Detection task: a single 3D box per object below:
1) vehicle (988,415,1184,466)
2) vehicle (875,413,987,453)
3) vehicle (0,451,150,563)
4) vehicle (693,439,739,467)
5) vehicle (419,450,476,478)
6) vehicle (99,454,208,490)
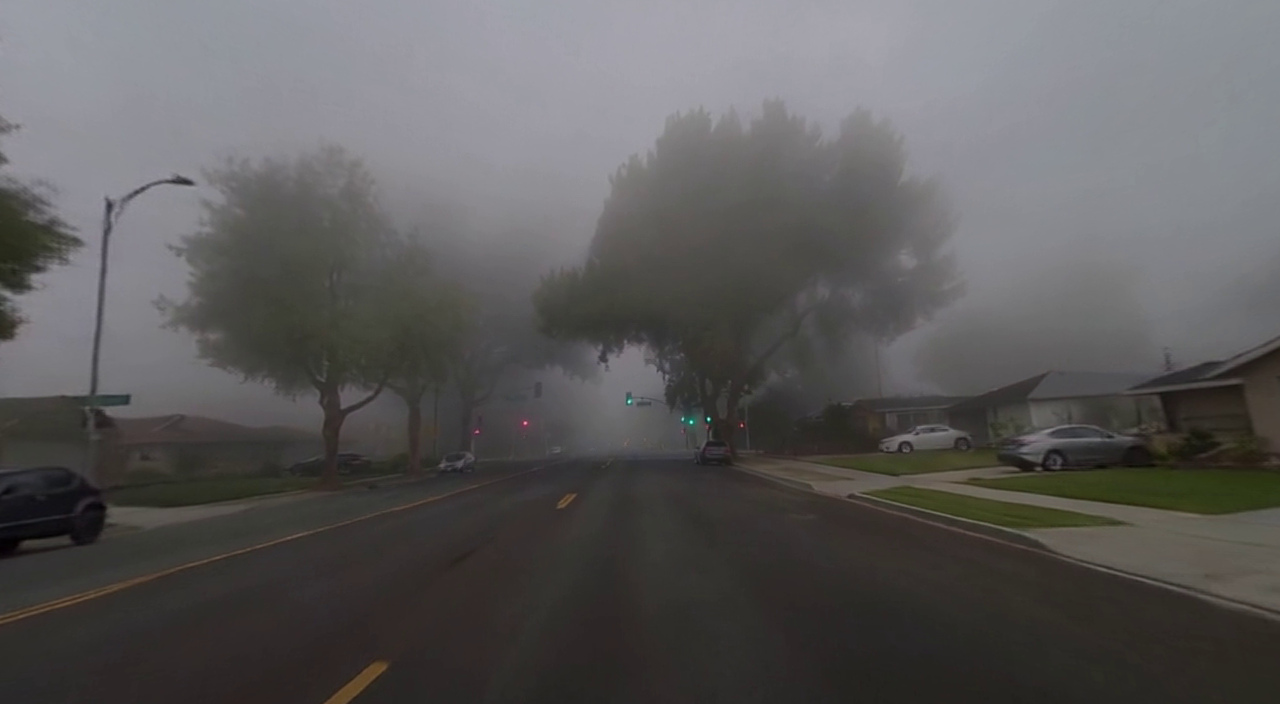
[{"bbox_3d":[13.473,2.714,19.292,4.564,1.437,1.796,0,-8,0],"label":"vehicle"},{"bbox_3d":[14.340,4.030,31.337,4.500,1.875,2.046,0,-8,-1],"label":"vehicle"},{"bbox_3d":[-11.385,2.675,11.168,1.977,1.753,4.278,0,-8,-1],"label":"vehicle"},{"bbox_3d":[4.251,5.769,36.145,1.963,1.477,4.804,0,-8,-1],"label":"vehicle"},{"bbox_3d":[-11.809,6.860,39.078,2.029,1.550,4.562,-1,-8,1],"label":"vehicle"},{"bbox_3d":[-23.633,5.826,30.814,3.775,1.531,1.847,-1,-8,-1],"label":"vehicle"}]
